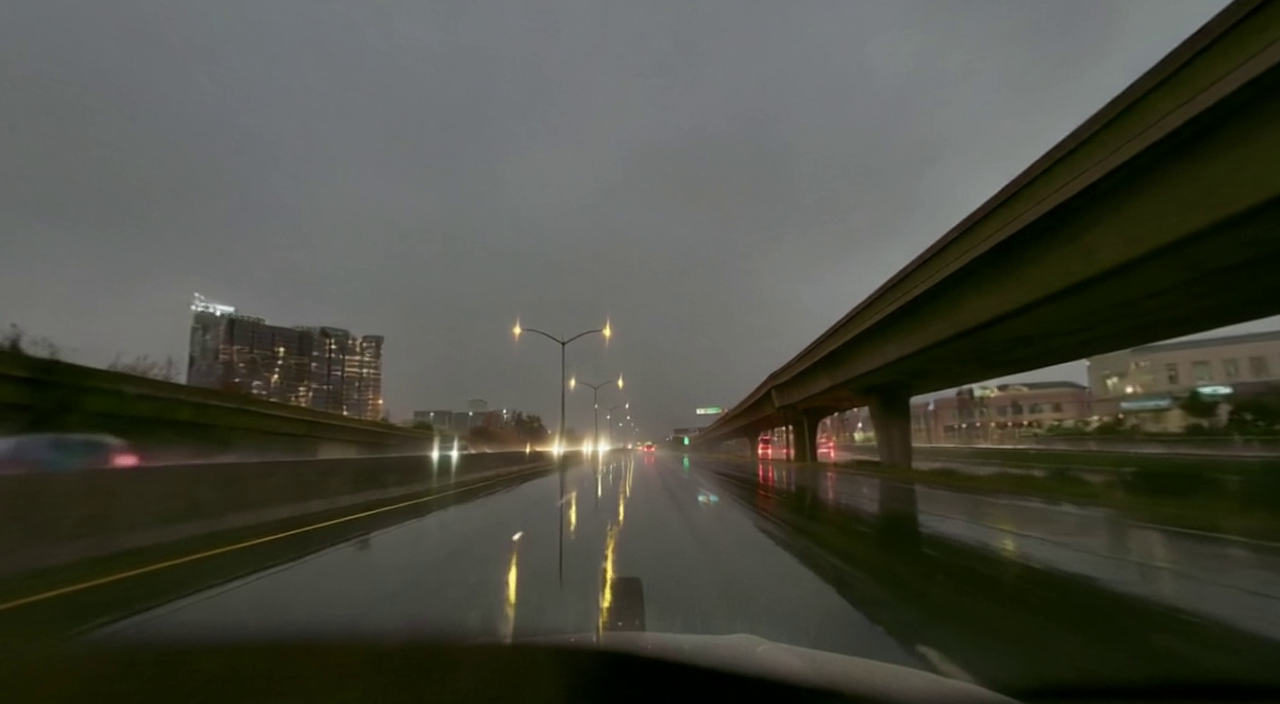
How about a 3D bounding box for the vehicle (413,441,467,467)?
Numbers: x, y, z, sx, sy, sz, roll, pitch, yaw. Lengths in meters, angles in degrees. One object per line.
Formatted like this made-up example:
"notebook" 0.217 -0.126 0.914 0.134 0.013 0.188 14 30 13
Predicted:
"vehicle" -14.025 7.195 44.591 2.204 1.708 4.922 0 -9 0
